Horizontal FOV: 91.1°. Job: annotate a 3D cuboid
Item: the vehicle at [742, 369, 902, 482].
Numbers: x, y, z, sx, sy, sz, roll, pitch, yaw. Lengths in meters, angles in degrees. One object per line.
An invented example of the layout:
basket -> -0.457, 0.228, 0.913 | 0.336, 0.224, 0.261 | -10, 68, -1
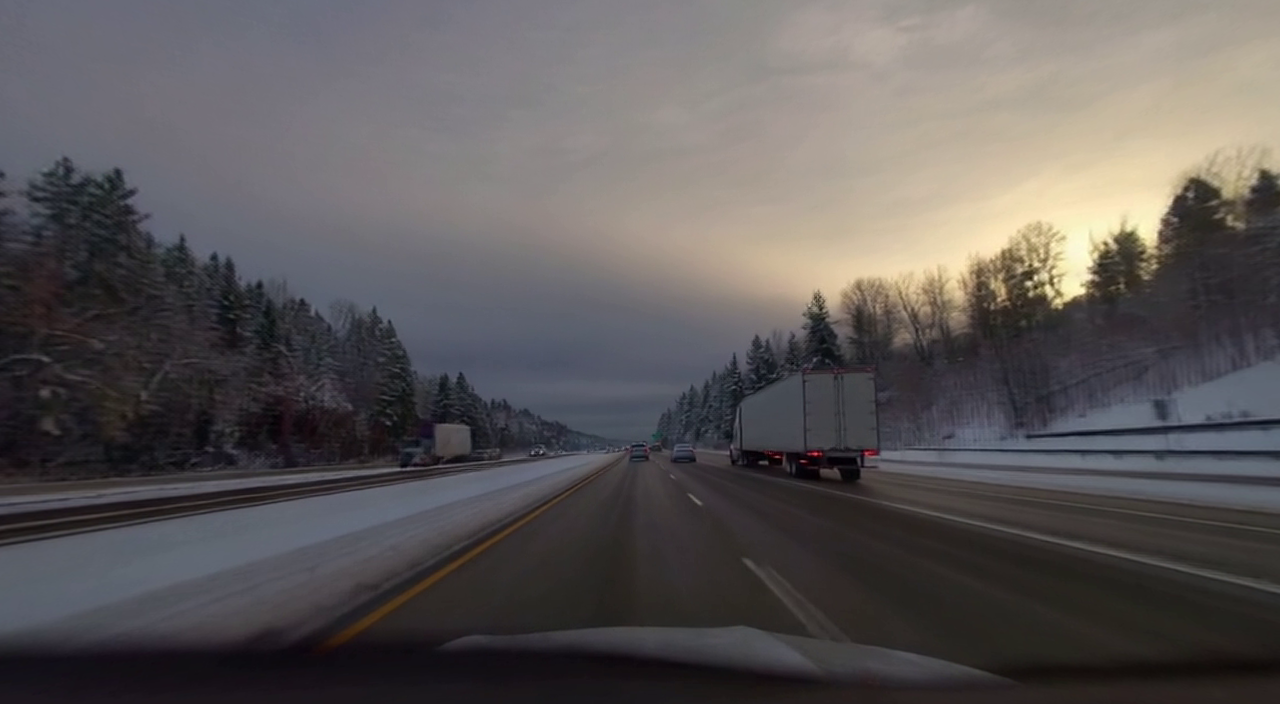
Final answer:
vehicle -> 7.716, 3.697, 29.766 | 3.044, 4.073, 14.016 | 0, -9, -1

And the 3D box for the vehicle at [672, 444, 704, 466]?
vehicle -> 3.597, 7.795, 47.744 | 2.025, 1.534, 4.179 | 0, -9, -1

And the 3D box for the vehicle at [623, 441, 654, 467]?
vehicle -> -0.095, 7.414, 45.793 | 2.114, 1.706, 4.106 | 0, -9, 0
